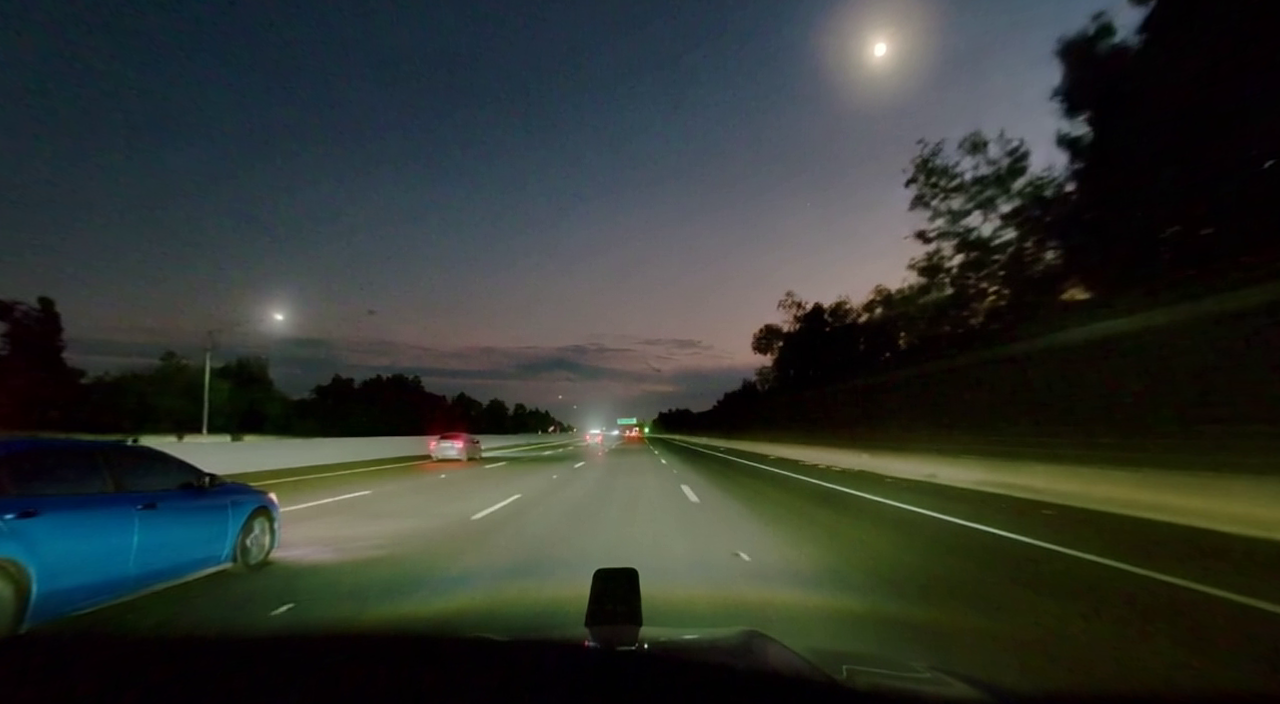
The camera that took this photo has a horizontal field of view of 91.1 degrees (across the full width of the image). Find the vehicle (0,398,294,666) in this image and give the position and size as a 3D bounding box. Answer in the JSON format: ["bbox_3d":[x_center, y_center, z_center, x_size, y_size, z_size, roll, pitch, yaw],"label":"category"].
[{"bbox_3d":[-4.643,1.142,4.485,2.079,1.500,3.881,0,-8,1],"label":"vehicle"}]

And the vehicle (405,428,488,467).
[{"bbox_3d":[-8.524,4.244,28.191,2.053,1.582,4.878,0,-8,1],"label":"vehicle"}]
